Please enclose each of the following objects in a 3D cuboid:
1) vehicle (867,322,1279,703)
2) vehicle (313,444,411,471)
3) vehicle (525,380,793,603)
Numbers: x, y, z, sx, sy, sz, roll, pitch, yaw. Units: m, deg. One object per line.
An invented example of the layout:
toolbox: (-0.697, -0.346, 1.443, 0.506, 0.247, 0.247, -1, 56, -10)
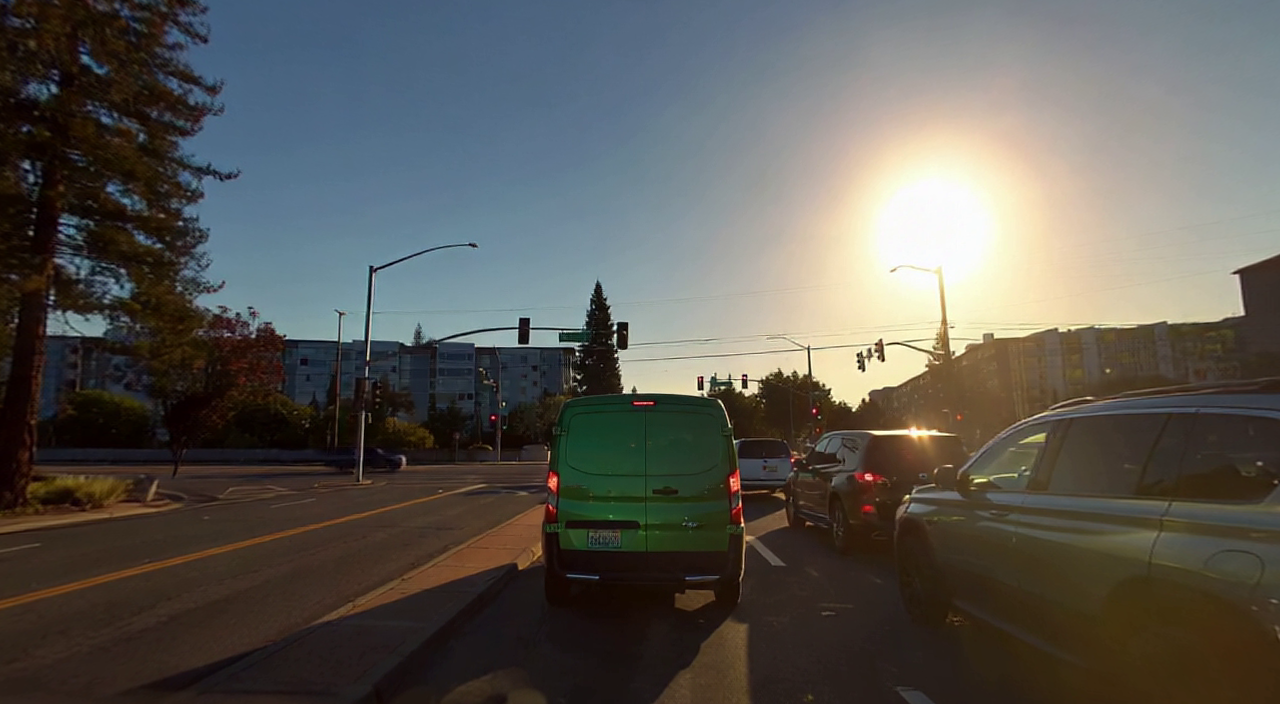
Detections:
vehicle: (2.893, 0.950, 3.178, 1.971, 1.663, 4.287, 0, -8, 2)
vehicle: (-15.808, 6.008, 36.002, 4.664, 1.449, 1.992, 1, -8, -7)
vehicle: (0.171, 1.466, 7.440, 2.185, 1.822, 4.391, 0, -8, 0)
